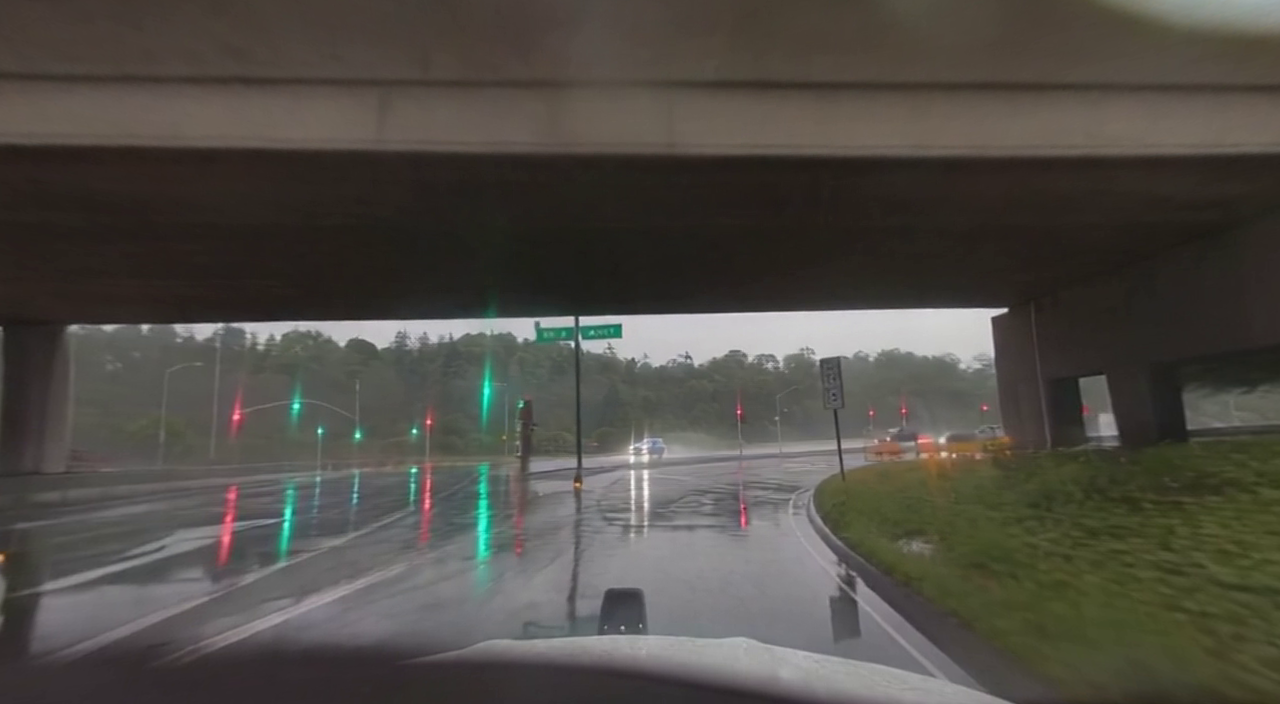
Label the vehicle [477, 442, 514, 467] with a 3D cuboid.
[{"bbox_3d":[-10.317,7.375,45.364,2.126,1.717,4.409,1,-9,-7],"label":"vehicle"}]
